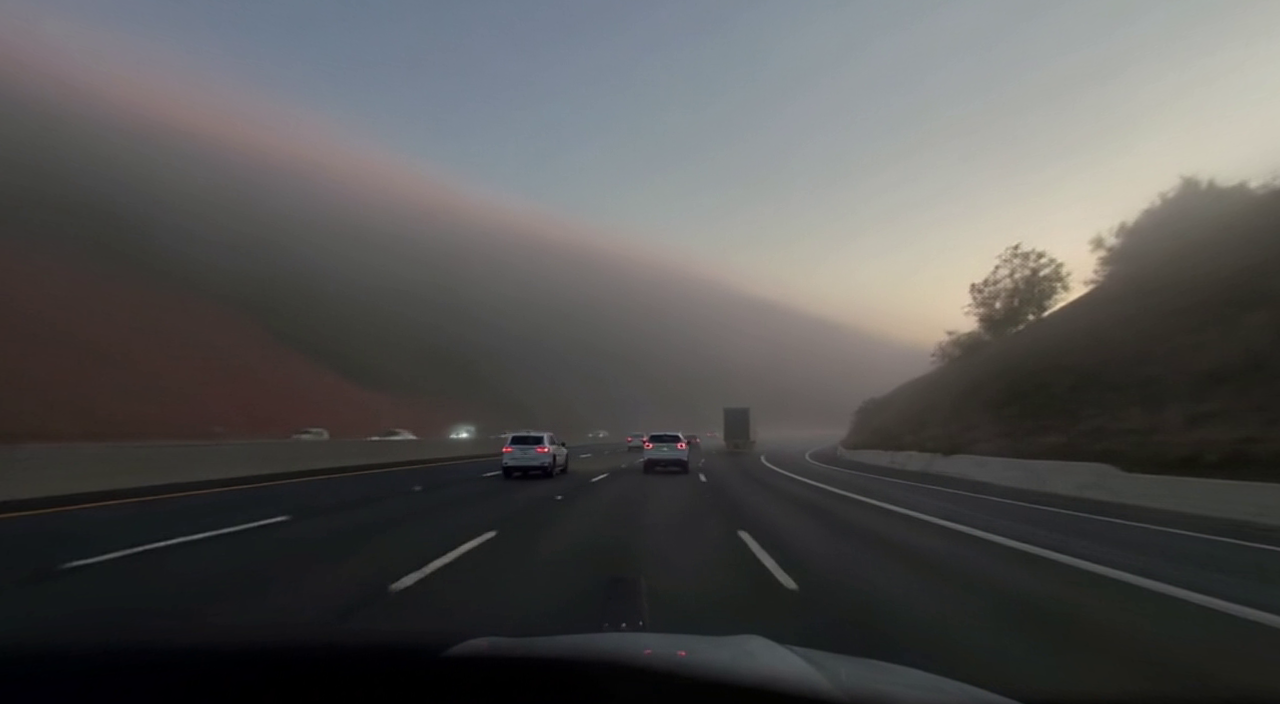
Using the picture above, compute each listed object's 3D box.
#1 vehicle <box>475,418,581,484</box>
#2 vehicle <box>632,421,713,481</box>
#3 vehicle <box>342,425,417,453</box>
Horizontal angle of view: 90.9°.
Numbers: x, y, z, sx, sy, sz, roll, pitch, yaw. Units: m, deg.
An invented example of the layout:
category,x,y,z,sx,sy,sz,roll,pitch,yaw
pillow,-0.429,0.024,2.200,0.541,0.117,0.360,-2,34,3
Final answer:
category,x,y,z,sx,sy,sz,roll,pitch,yaw
vehicle,-3.148,2.925,18.766,2.077,1.712,4.406,-1,-8,4
vehicle,1.136,3.366,21.662,2.484,1.820,4.497,-1,-8,4
vehicle,-15.669,5.293,38.233,2.243,1.558,4.619,-1,-8,6
